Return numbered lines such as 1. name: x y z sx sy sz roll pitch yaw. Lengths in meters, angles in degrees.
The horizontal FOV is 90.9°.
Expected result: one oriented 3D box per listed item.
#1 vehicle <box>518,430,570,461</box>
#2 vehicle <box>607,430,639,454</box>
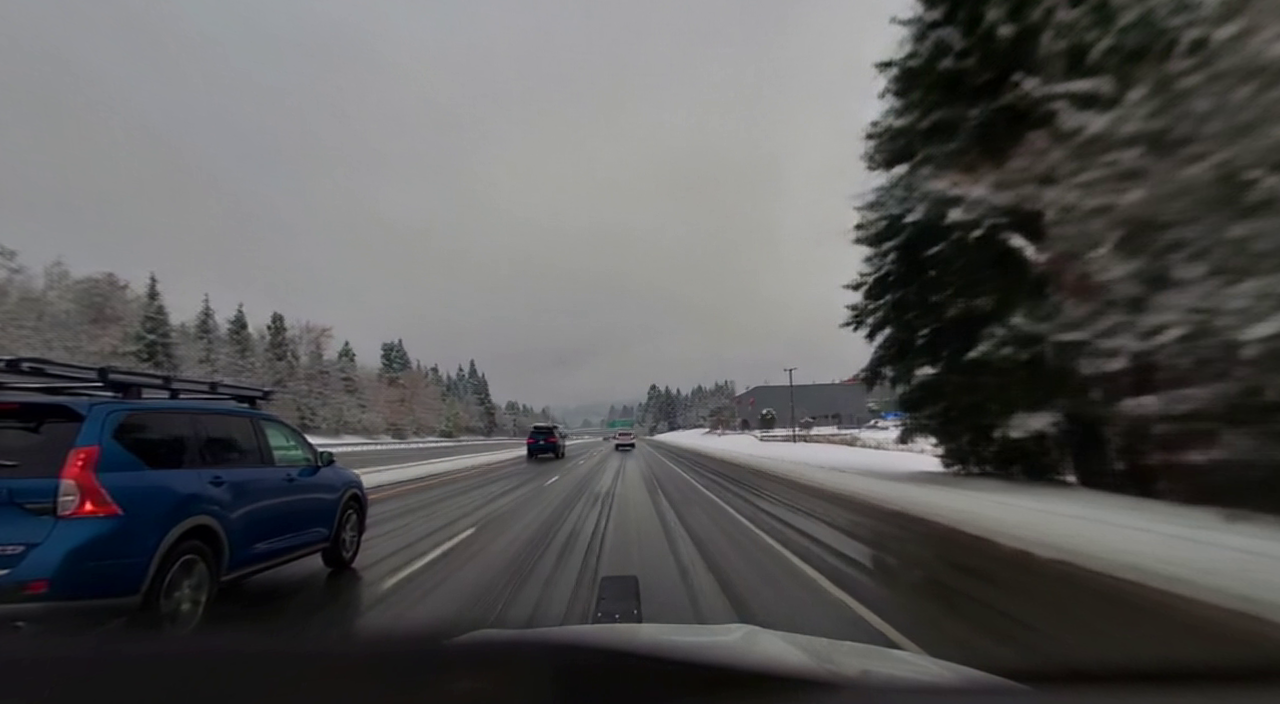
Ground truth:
1. vehicle: -5.227 5.172 35.020 2.189 1.580 4.607 0 -8 0
2. vehicle: -1.185 6.446 45.236 2.151 1.618 3.898 0 -8 -1
